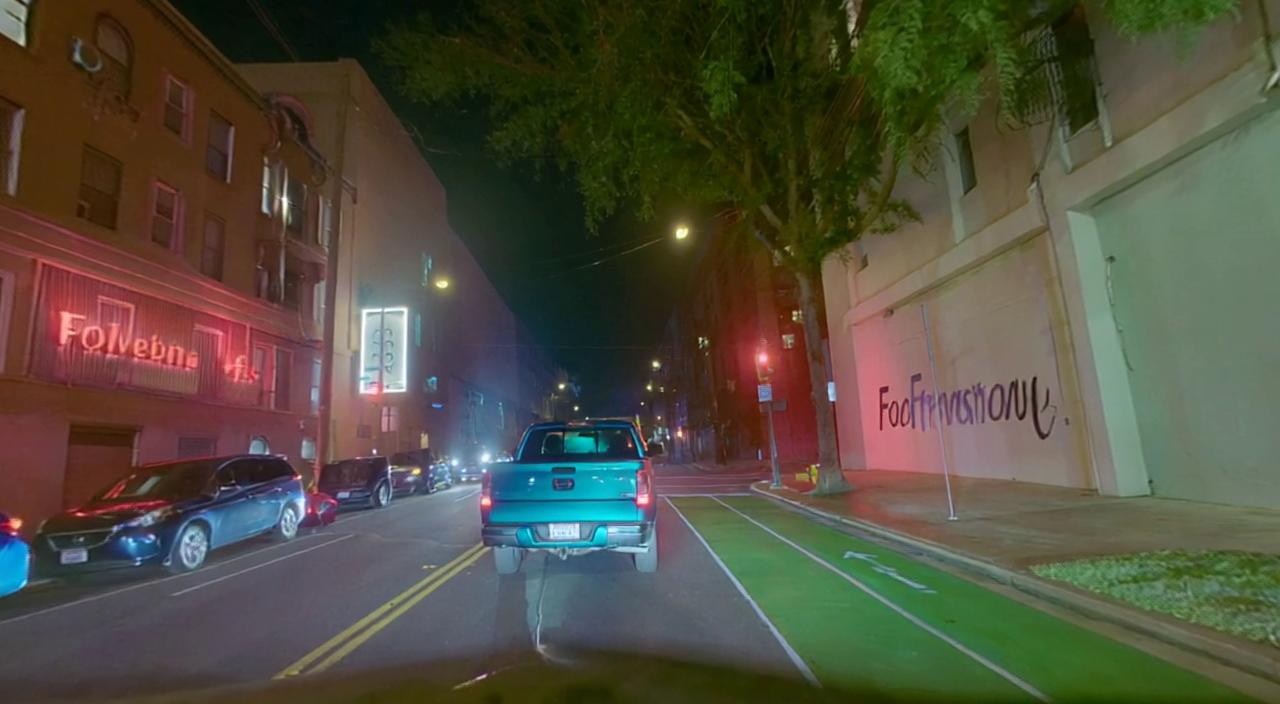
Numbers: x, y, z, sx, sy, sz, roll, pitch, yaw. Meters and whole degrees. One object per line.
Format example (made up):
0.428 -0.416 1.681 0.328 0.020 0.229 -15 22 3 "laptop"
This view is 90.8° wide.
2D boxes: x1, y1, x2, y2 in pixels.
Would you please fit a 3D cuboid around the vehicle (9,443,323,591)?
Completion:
-7.208 2.438 10.373 1.882 1.686 4.489 -5 -8 -3 "vehicle"

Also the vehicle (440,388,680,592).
-0.708 1.617 8.231 2.215 1.882 4.611 0 -8 1 "vehicle"

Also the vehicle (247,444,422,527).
-7.396 3.222 16.055 1.884 1.730 5.076 0 -8 0 "vehicle"
